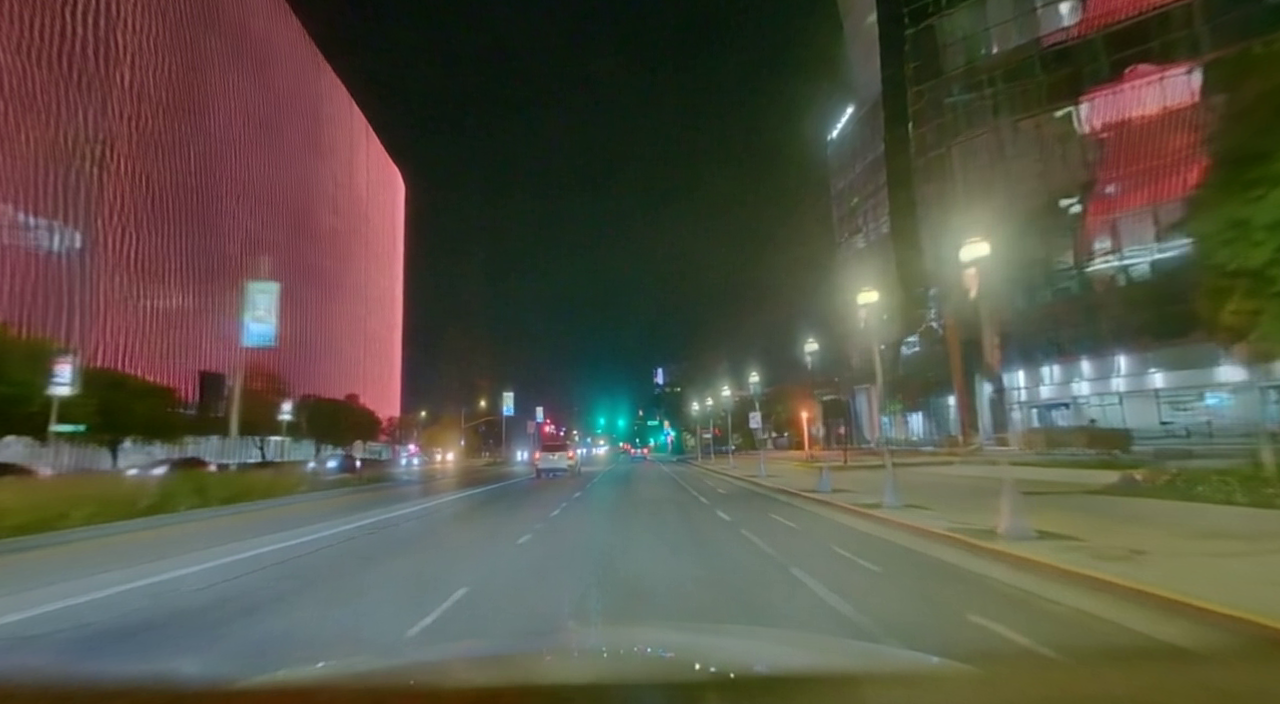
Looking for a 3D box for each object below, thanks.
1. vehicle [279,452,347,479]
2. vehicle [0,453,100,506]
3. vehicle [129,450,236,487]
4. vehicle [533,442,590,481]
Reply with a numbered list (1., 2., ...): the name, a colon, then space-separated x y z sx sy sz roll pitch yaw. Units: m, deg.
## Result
1. vehicle: -20.317 7.054 39.498 1.856 1.471 4.445 0 -8 0
2. vehicle: -20.079 3.993 19.998 1.959 1.536 4.455 0 -8 0
3. vehicle: -23.698 6.023 33.021 1.978 1.739 4.895 0 -8 -1
4. vehicle: -3.362 4.742 27.631 1.983 1.545 3.773 0 -8 0
